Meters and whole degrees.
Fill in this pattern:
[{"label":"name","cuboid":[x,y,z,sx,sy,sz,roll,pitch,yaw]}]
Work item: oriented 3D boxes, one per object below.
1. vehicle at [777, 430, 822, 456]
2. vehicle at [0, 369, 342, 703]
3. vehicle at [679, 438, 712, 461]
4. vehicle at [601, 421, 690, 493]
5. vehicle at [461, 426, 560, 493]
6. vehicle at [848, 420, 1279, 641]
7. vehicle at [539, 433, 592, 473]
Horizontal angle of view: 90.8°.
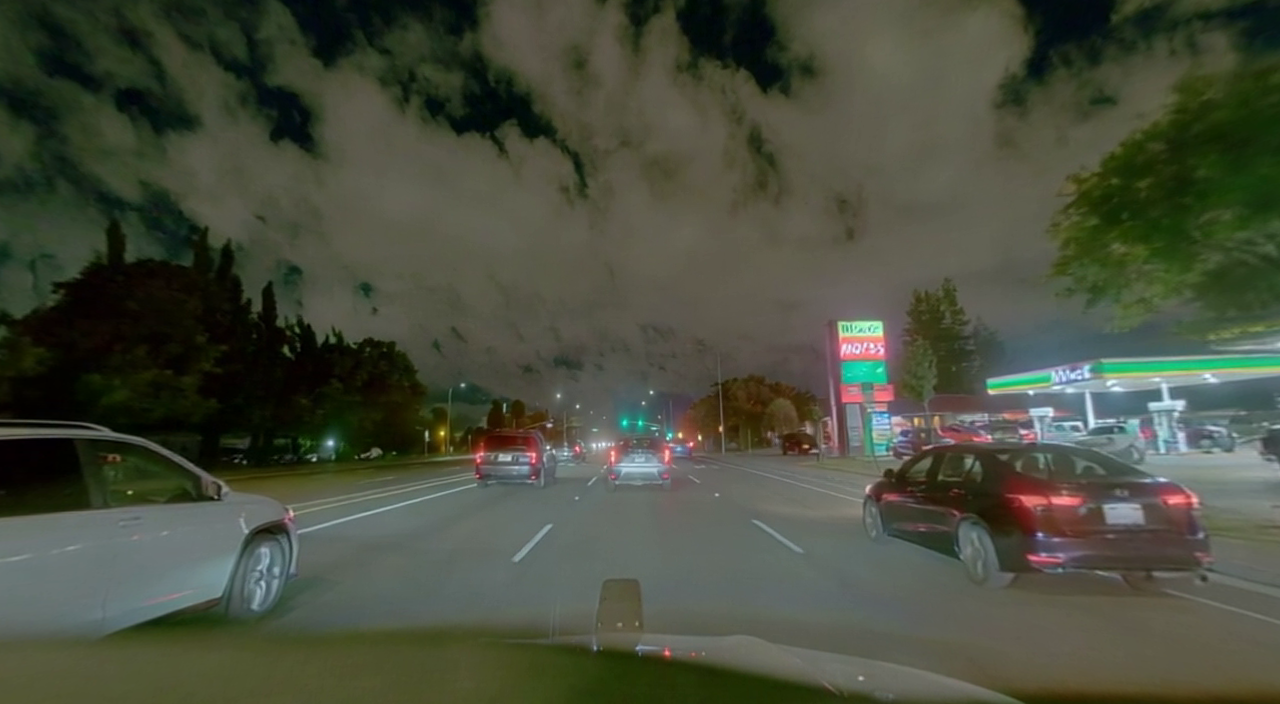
[{"label":"vehicle","cuboid":[12.013,6.894,47.903,2.102,1.887,4.673,0,-8,-1]},{"label":"vehicle","cuboid":[-3.518,0.992,3.400,1.864,1.574,4.031,0,-8,0]},{"label":"vehicle","cuboid":[3.911,6.977,45.324,1.926,1.522,3.852,0,-8,-2]},{"label":"vehicle","cuboid":[0.123,2.989,18.257,2.279,1.803,4.254,0,-8,0]},{"label":"vehicle","cuboid":[-3.549,3.039,18.157,1.932,1.695,4.150,0,-8,1]},{"label":"vehicle","cuboid":[3.926,1.530,6.581,1.888,1.456,4.589,0,-8,-1]},{"label":"vehicle","cuboid":[-3.301,4.534,28.605,1.871,1.673,3.920,0,-8,1]}]
